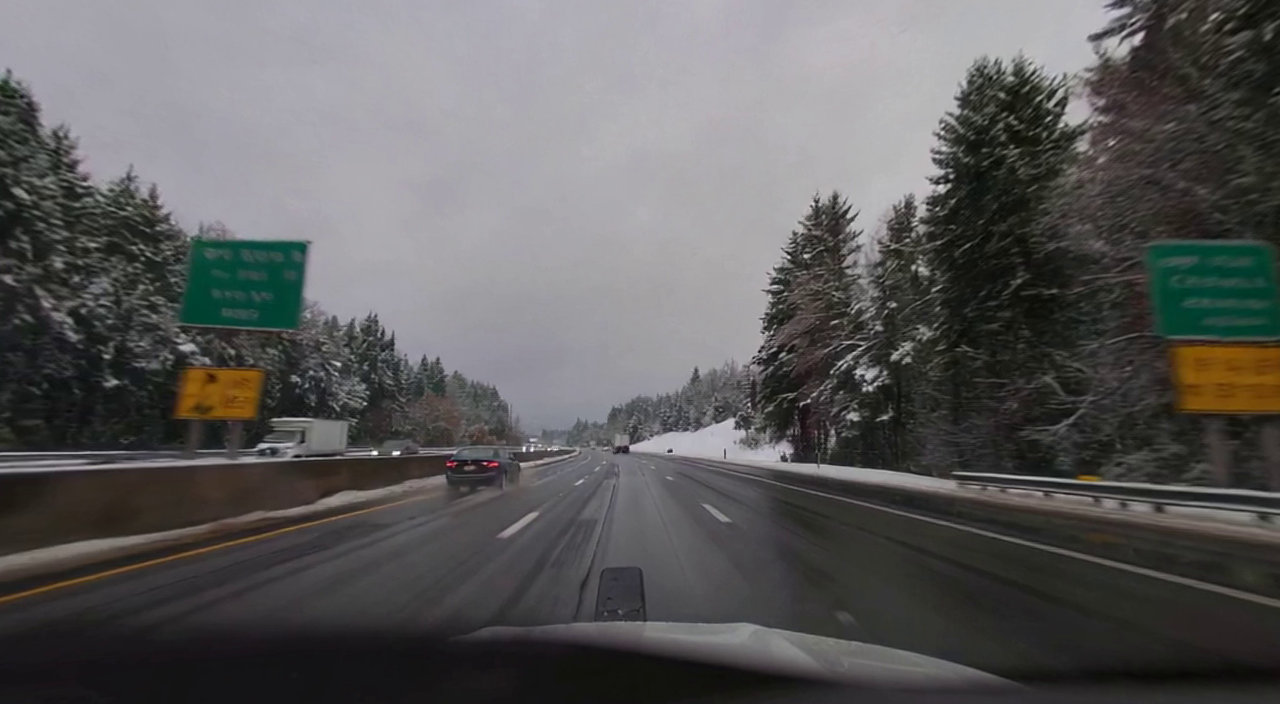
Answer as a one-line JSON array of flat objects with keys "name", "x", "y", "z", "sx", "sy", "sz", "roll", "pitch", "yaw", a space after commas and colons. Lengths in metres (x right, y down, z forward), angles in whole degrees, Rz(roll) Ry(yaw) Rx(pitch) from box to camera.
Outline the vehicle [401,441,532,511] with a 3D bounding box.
[{"name": "vehicle", "x": -4.198, "y": 3.074, "z": 16.140, "sx": 2.022, "sy": 1.513, "sz": 4.613, "roll": 0, "pitch": -9, "yaw": 0}]

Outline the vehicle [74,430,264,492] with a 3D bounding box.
[{"name": "vehicle", "x": -13.305, "y": 3.122, "z": 18.279, "sx": 1.977, "sy": 1.562, "sz": 4.525, "roll": 0, "pitch": -9, "yaw": 0}]

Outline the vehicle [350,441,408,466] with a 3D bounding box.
[{"name": "vehicle", "x": -17.453, "y": 6.801, "z": 42.400, "sx": 2.155, "sy": 1.583, "sz": 4.233, "roll": 0, "pitch": -9, "yaw": -1}]

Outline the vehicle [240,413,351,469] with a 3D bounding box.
[{"name": "vehicle", "x": -21.720, "y": 5.740, "z": 40.340, "sx": 2.792, "sy": 3.271, "sz": 7.553, "roll": 0, "pitch": -9, "yaw": -1}]
